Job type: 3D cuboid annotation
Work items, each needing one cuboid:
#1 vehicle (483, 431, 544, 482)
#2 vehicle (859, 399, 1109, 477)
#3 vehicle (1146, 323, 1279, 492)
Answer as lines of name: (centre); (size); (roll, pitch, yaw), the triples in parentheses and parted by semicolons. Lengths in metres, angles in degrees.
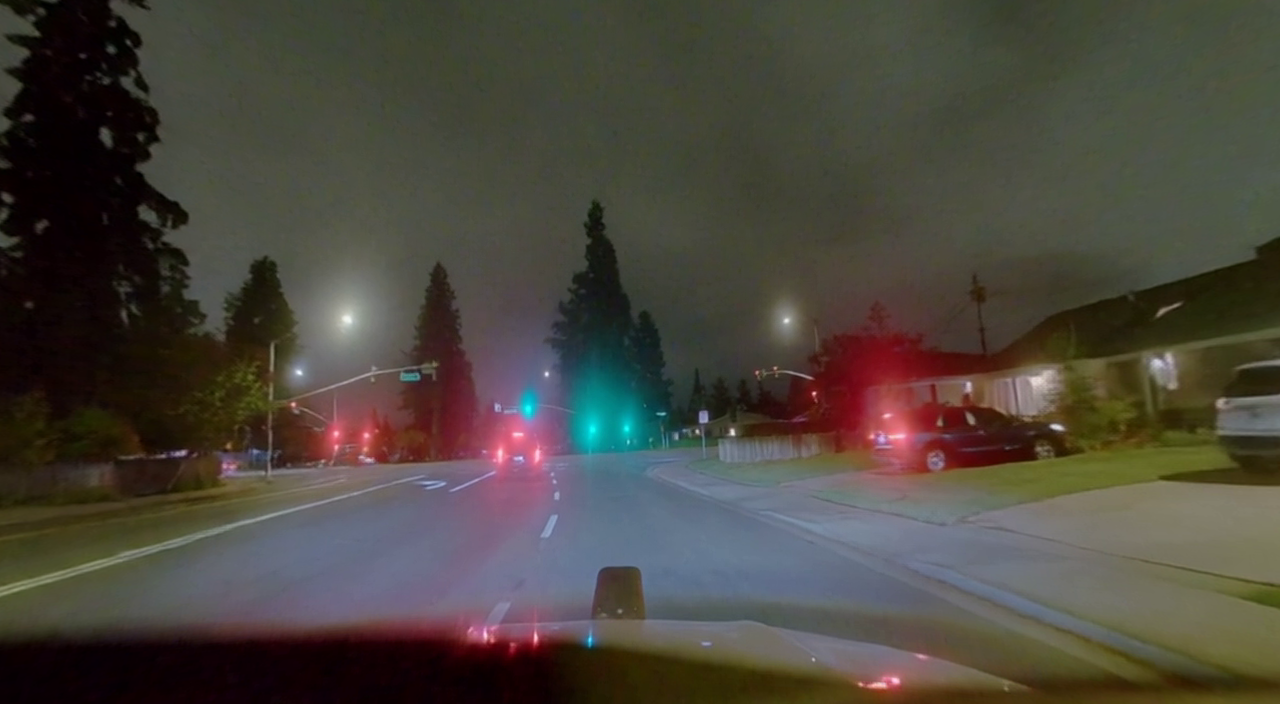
vehicle: (-4.934, 4.142, 25.237); (2.041, 1.834, 4.679); (1, -9, -7)
vehicle: (7.738, 1.981, 14.494); (4.663, 1.618, 1.962); (1, -9, -7)
vehicle: (9.178, 0.738, 7.895); (4.542, 1.857, 2.021); (2, -9, -16)
